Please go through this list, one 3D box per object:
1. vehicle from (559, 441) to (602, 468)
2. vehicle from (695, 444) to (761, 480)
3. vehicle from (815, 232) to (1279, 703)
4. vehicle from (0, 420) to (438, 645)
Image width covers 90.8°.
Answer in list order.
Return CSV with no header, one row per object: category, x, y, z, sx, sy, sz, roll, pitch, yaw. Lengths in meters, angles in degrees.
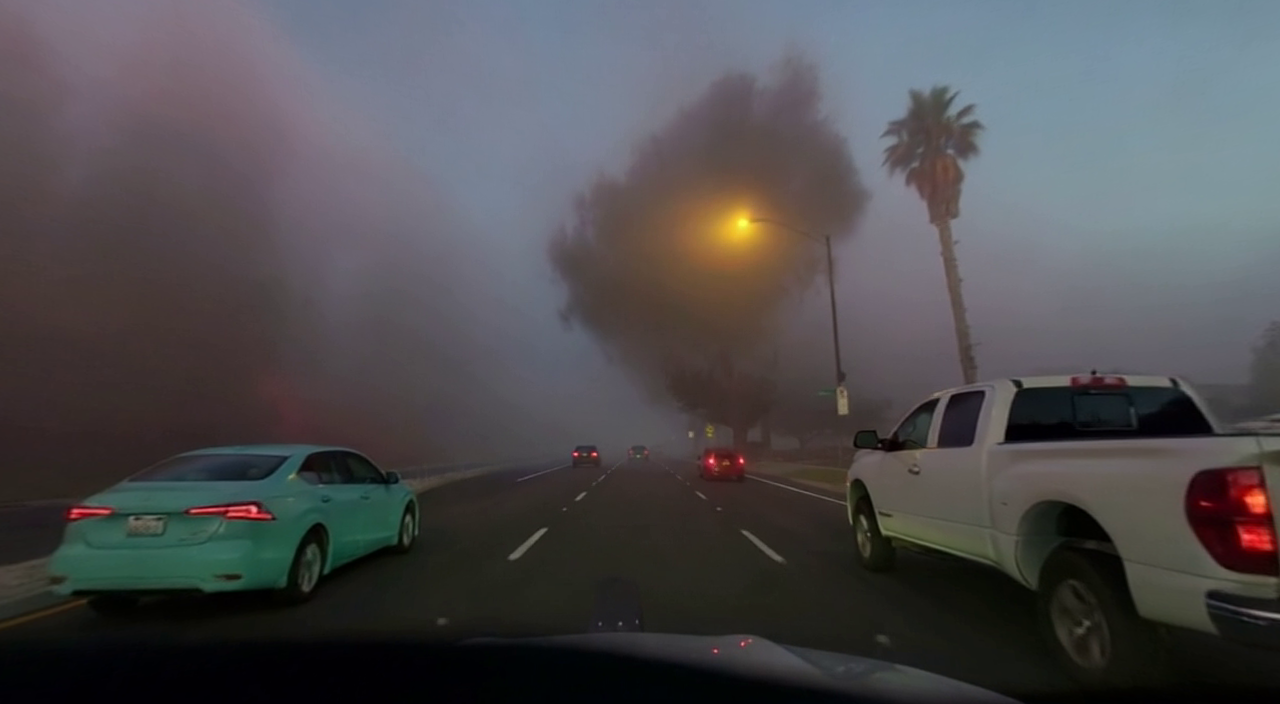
vehicle,-3.581,6.328,39.058,2.263,1.548,4.555,0,-8,0
vehicle,3.769,4.795,27.835,2.149,1.421,4.805,0,-8,-1
vehicle,3.363,1.011,4.687,2.478,2.030,5.723,0,-8,0
vehicle,-3.794,1.542,6.505,2.094,1.509,4.286,0,-8,-1
